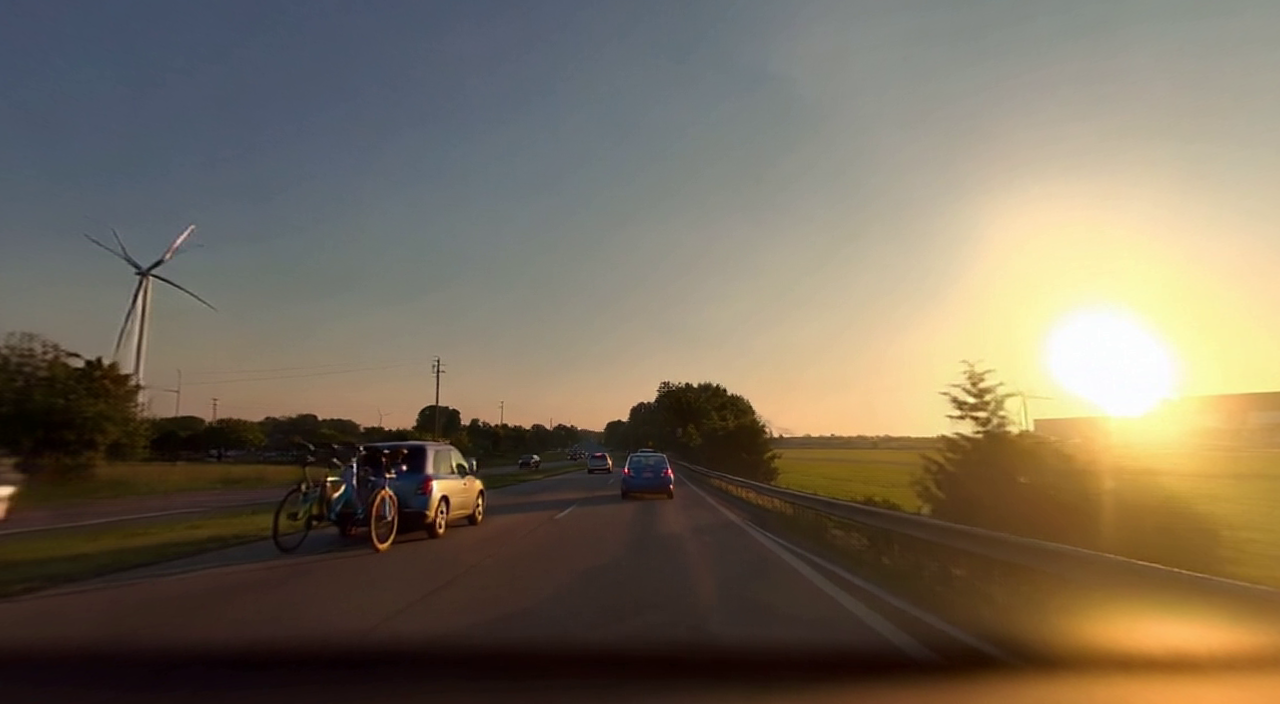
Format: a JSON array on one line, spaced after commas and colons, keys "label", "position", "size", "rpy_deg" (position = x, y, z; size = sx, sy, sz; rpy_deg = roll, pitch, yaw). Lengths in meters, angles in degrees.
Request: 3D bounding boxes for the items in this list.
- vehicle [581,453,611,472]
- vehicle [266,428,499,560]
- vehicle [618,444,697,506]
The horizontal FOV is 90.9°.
[{"label": "vehicle", "position": [-3.416, 8.727, 49.917], "size": [2.059, 1.455, 4.205], "rpy_deg": [0, -9, 1]}, {"label": "vehicle", "position": [-3.795, 2.159, 10.240], "size": [1.962, 1.681, 4.033], "rpy_deg": [-1, -9, 2]}, {"label": "vehicle", "position": [0.474, 3.532, 18.487], "size": [2.063, 1.582, 3.955], "rpy_deg": [0, -9, 1]}]
